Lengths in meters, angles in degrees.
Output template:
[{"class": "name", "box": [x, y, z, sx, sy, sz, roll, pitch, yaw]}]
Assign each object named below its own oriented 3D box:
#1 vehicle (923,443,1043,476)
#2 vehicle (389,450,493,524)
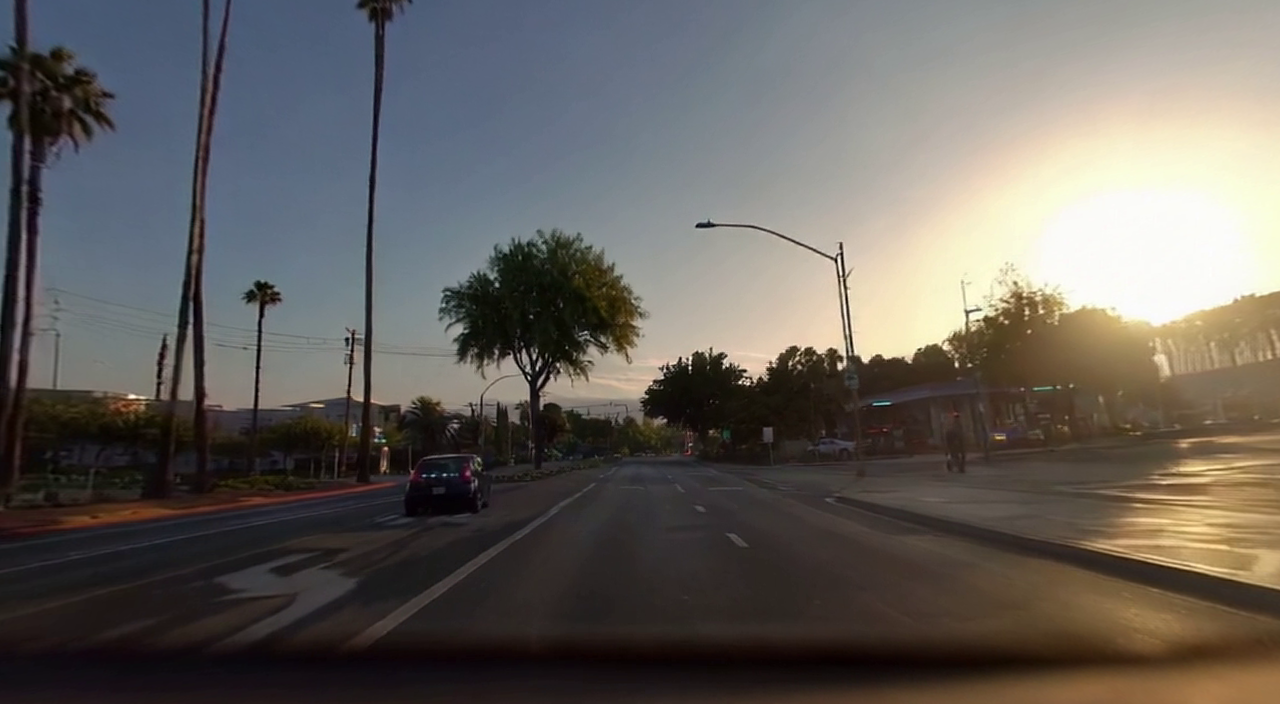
[{"class": "vehicle", "box": [16.279, 5.107, 30.168, 4.549, 1.492, 1.981, -1, -9, 3]}, {"class": "vehicle", "box": [-4.998, 3.234, 15.875, 2.073, 1.525, 4.809, 3, -9, -18]}]
